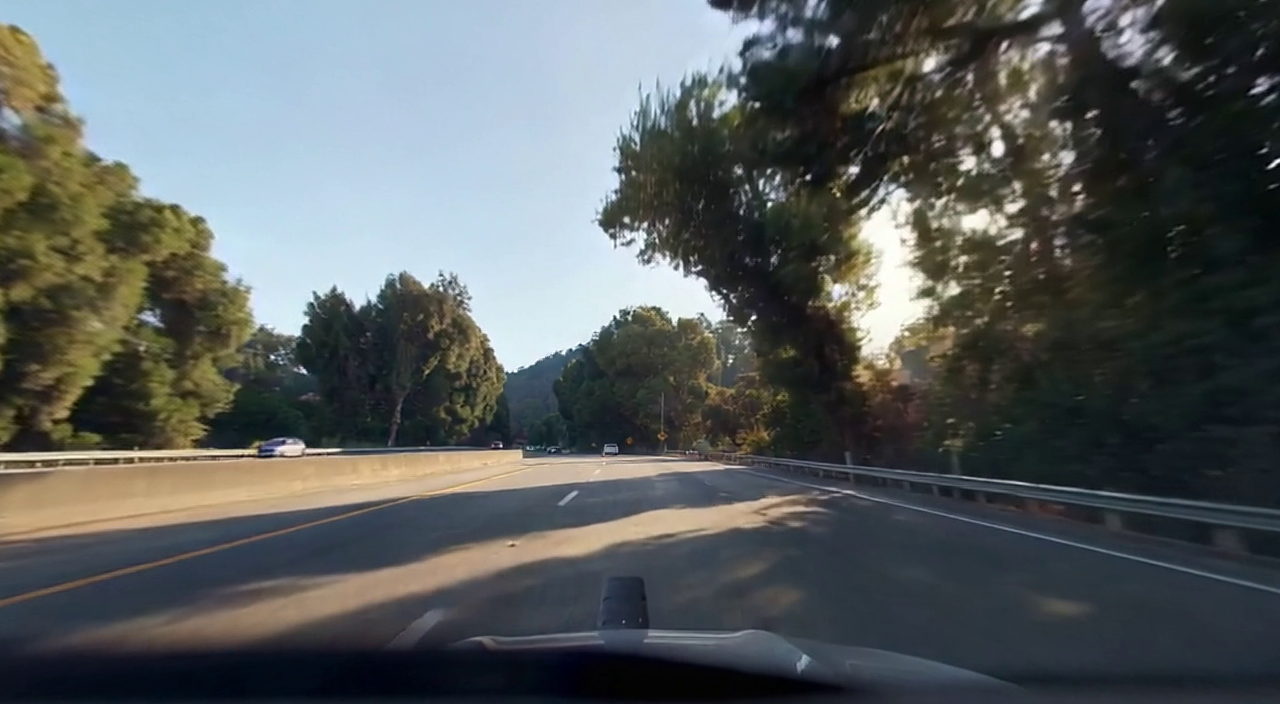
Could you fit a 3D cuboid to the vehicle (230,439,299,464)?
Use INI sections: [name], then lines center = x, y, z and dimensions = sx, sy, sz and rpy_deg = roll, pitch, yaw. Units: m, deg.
[vehicle]
center = -22.925, 6.087, 38.657
dimensions = 1.781, 1.454, 4.103
rpy_deg = 0, -9, -2
